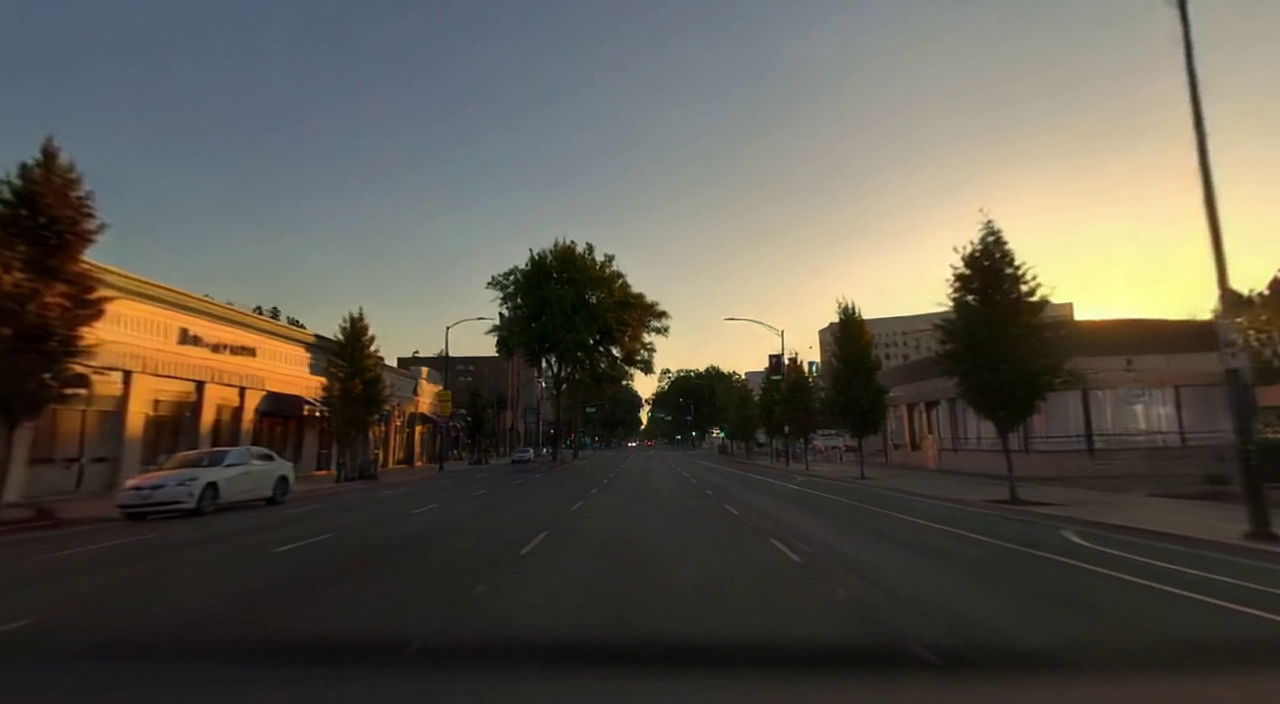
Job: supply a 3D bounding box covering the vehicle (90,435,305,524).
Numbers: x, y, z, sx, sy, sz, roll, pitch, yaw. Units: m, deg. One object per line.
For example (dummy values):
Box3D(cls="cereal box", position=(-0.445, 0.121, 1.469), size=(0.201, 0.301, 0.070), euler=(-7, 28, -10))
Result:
Box3D(cls="vehicle", position=(-10.781, 3.063, 15.944), size=(2.060, 1.796, 4.675), euler=(-1, -7, 0))
